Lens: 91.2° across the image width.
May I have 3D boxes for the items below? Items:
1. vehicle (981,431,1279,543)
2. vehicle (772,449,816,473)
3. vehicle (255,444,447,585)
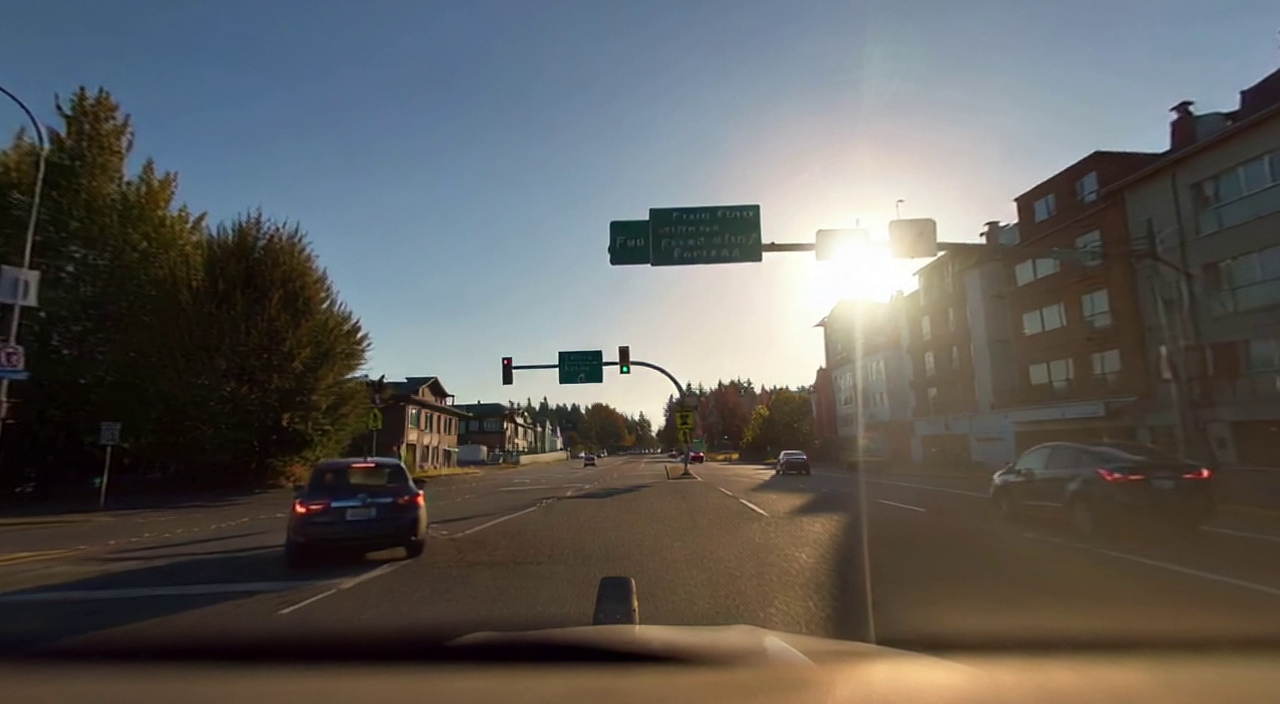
[{"bbox_3d":[8.308,2.300,11.282,2.007,1.586,4.210,-1,-9,1],"label":"vehicle"},{"bbox_3d":[10.036,7.113,41.218,1.931,1.475,4.092,-1,-9,1],"label":"vehicle"},{"bbox_3d":[-4.203,2.147,9.125,2.014,1.525,3.670,4,-10,-26],"label":"vehicle"}]
